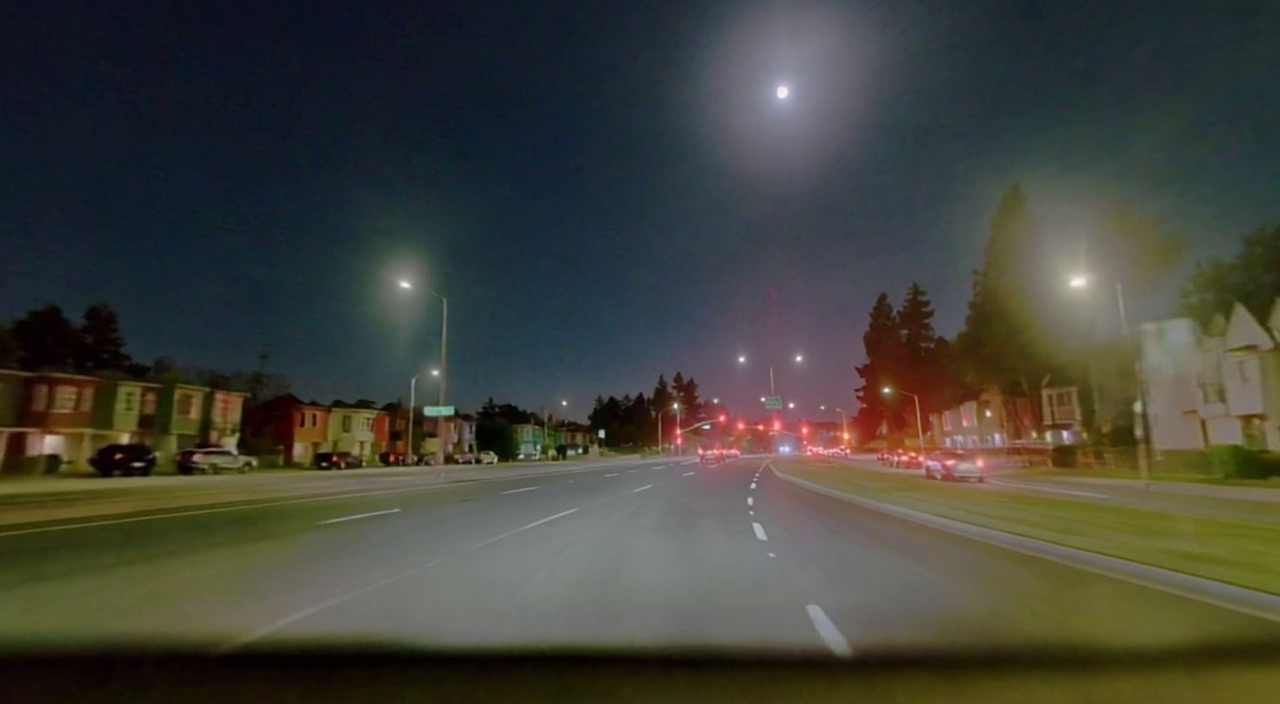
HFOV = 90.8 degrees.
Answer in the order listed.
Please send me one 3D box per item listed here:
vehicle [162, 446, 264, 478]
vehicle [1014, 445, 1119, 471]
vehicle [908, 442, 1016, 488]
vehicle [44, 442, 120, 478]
[{"bbox_3d":[-26.007,6.704,38.731,2.013,1.792,4.950,-2,-9,14],"label":"vehicle"},{"bbox_3d":[25.312,6.289,37.616,4.669,1.517,1.993,-1,-9,6],"label":"vehicle"},{"bbox_3d":[12.209,4.434,24.360,1.988,1.487,4.479,-2,-13,3],"label":"vehicle"},{"bbox_3d":[-32.476,6.273,36.721,4.799,1.651,2.268,-10,-7,35],"label":"vehicle"}]
